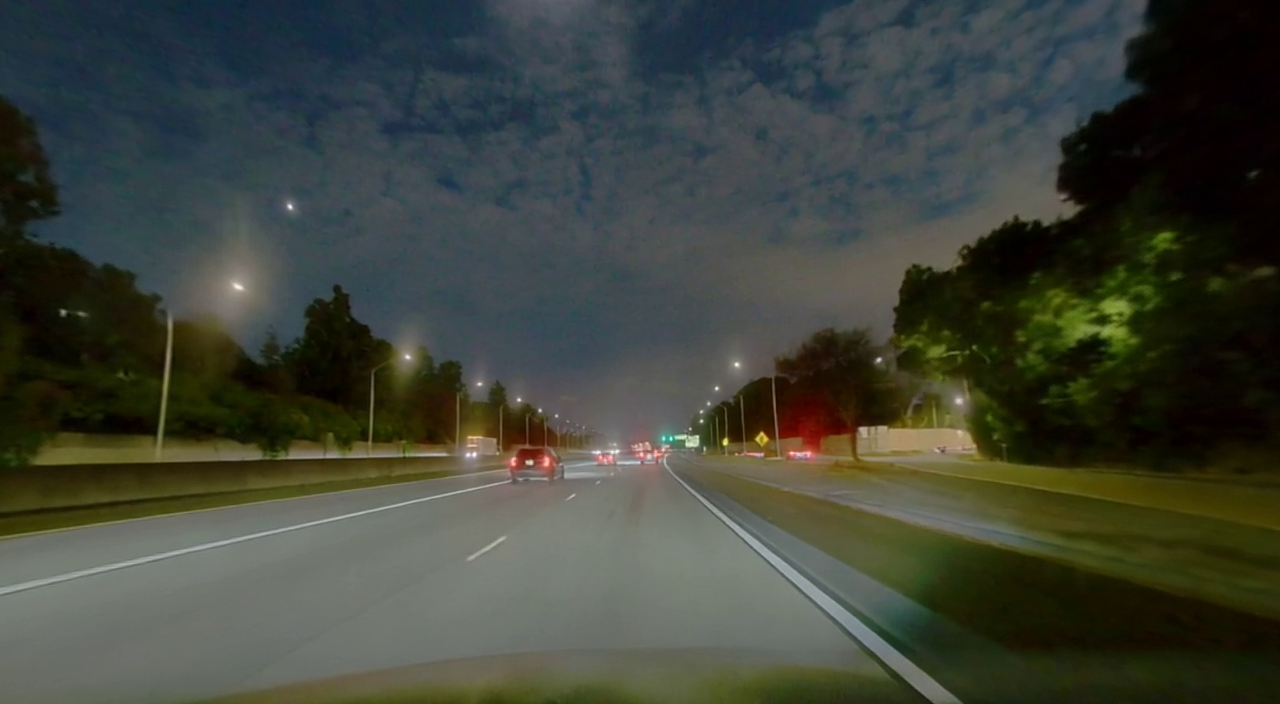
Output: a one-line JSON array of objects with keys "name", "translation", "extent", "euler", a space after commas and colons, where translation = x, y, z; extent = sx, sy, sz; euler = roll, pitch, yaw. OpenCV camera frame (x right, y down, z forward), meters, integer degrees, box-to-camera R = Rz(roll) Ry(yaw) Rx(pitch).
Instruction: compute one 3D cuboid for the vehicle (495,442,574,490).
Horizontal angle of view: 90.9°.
[{"name": "vehicle", "translation": [-3.982, 4.398, 24.581], "extent": [2.263, 1.696, 4.321], "euler": [0, -9, 1]}]
